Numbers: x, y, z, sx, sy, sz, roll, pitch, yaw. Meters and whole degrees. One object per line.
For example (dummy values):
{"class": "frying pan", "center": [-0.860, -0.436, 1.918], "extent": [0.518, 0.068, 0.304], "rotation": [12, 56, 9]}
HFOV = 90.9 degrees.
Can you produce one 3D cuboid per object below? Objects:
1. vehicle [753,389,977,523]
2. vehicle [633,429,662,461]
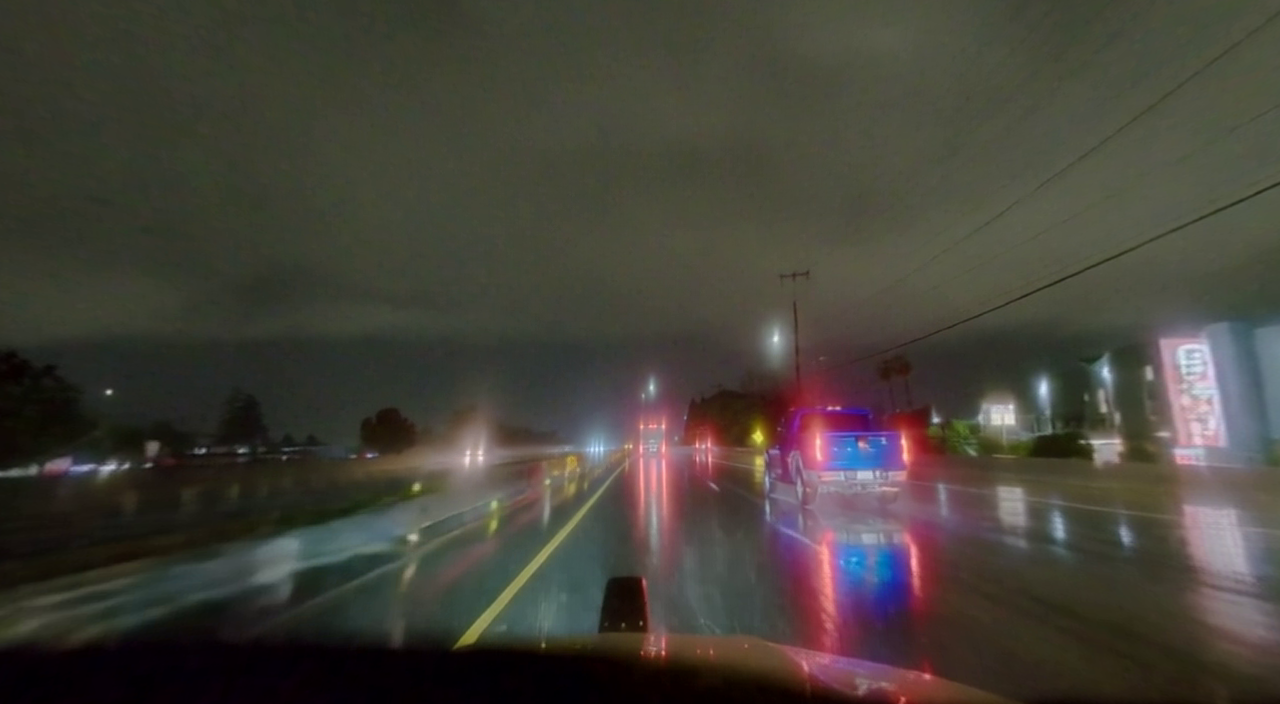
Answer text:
{"class": "vehicle", "center": [4.180, 2.127, 13.185], "extent": [2.594, 2.155, 5.670], "rotation": [-1, -9, 0]}
{"class": "vehicle", "center": [0.540, 7.085, 47.945], "extent": [2.099, 2.260, 4.899], "rotation": [0, -9, 0]}
